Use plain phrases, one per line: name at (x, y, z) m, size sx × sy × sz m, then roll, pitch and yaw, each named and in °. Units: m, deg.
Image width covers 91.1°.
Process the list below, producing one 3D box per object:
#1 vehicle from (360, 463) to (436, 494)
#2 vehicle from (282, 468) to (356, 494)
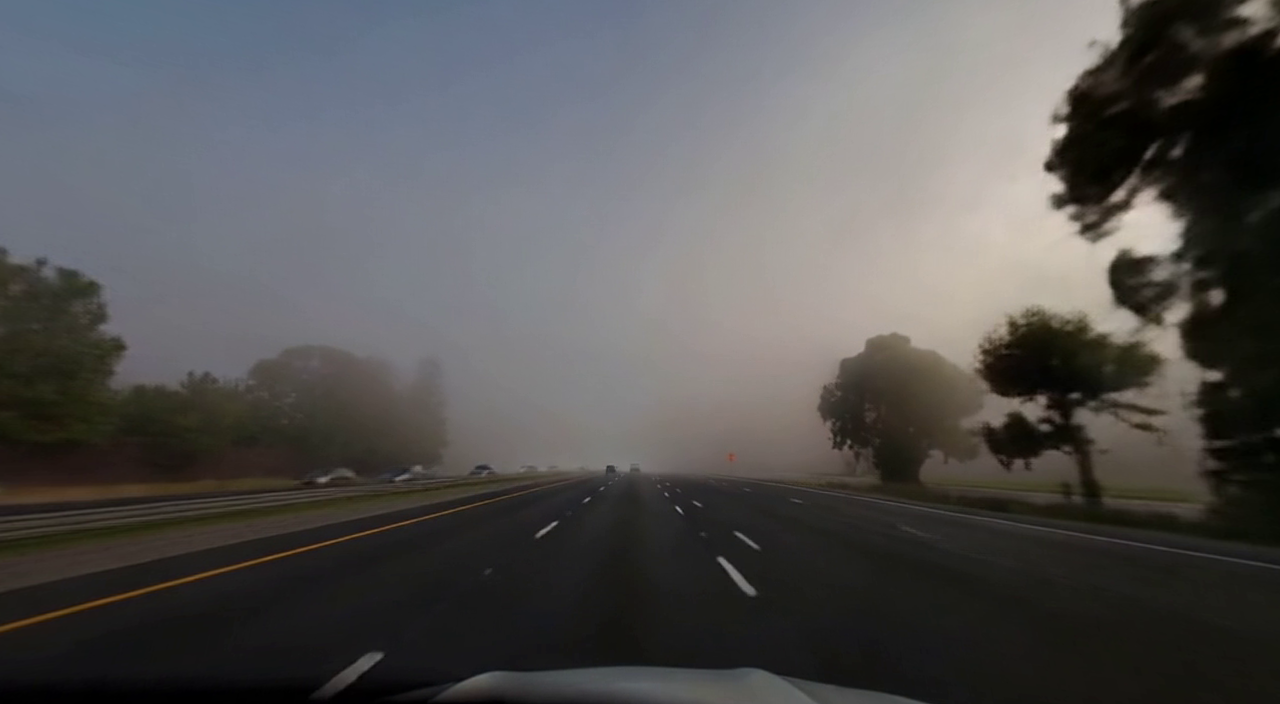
vehicle at (-12.669, 6.657, 33.249) m, size 2.158 × 1.473 × 4.511 m, roll 1°, pitch -10°, yaw 1°
vehicle at (-19.605, 7.886, 38.595) m, size 2.040 × 1.461 × 4.505 m, roll 1°, pitch -10°, yaw 1°
